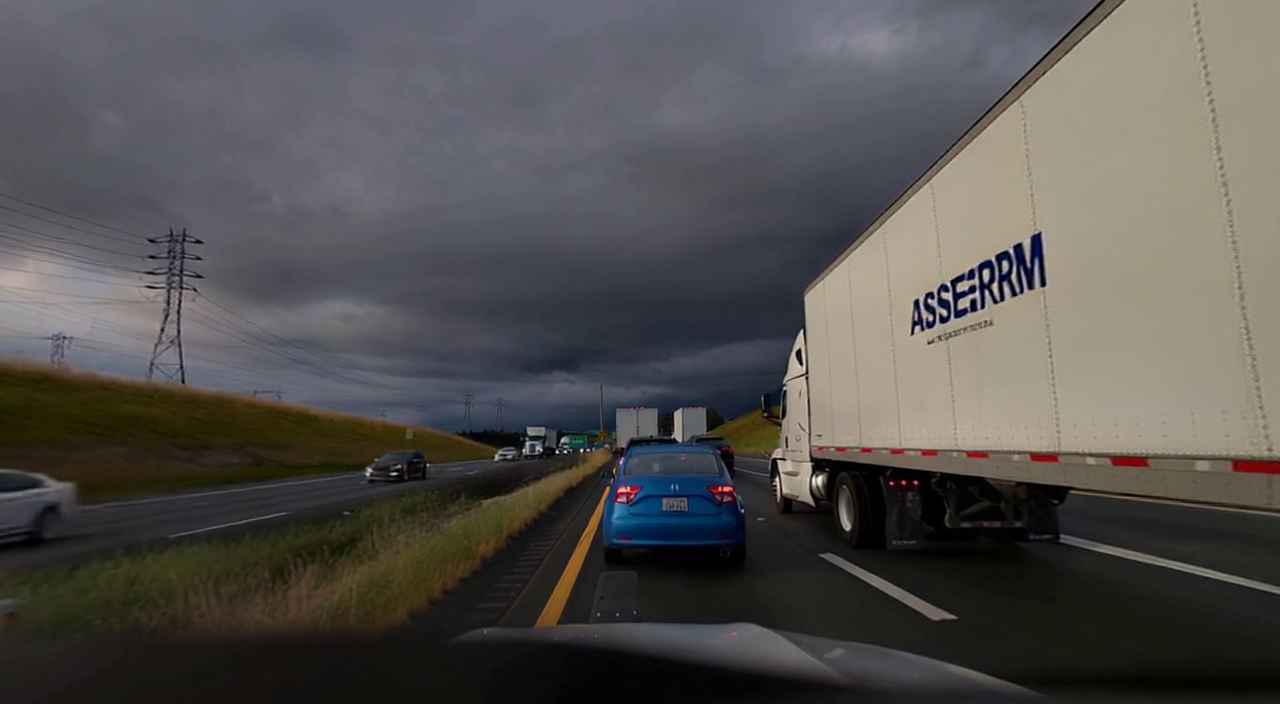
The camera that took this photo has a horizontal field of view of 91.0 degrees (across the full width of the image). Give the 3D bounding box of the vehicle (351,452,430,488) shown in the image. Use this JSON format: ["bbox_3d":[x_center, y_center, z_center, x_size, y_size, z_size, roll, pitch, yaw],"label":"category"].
[{"bbox_3d":[-11.880,5.615,30.363,1.914,1.478,4.597,-1,-8,0],"label":"vehicle"}]

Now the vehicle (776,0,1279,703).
[{"bbox_3d":[4.114,-0.162,3.595,3.138,4.065,14.276,0,-8,-1],"label":"vehicle"}]

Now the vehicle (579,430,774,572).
[{"bbox_3d":[0.324,1.821,8.452,2.045,1.446,3.597,0,-8,-2],"label":"vehicle"}]
